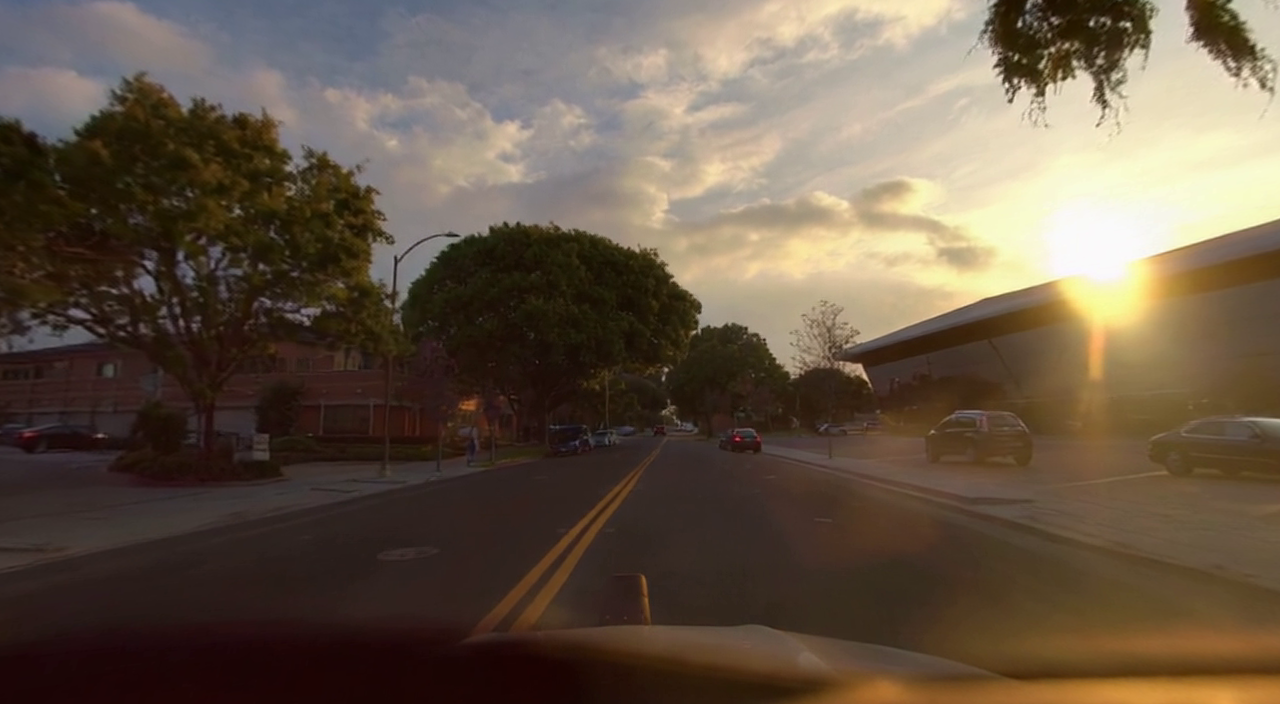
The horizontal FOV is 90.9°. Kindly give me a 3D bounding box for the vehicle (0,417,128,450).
[{"bbox_3d":[-29.680,4.164,32.221,4.814,1.609,2.197,2,-7,-16],"label":"vehicle"}]

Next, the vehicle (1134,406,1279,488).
[{"bbox_3d":[12.948,1.933,13.028,1.903,1.528,4.374,0,-7,0],"label":"vehicle"}]

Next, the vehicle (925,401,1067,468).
[{"bbox_3d":[10.976,2.631,19.914,2.018,1.840,4.662,-1,-8,5],"label":"vehicle"}]

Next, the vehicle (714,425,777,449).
[{"bbox_3d":[8.118,6.511,48.390,4.277,1.740,2.097,-4,-8,30],"label":"vehicle"}]
